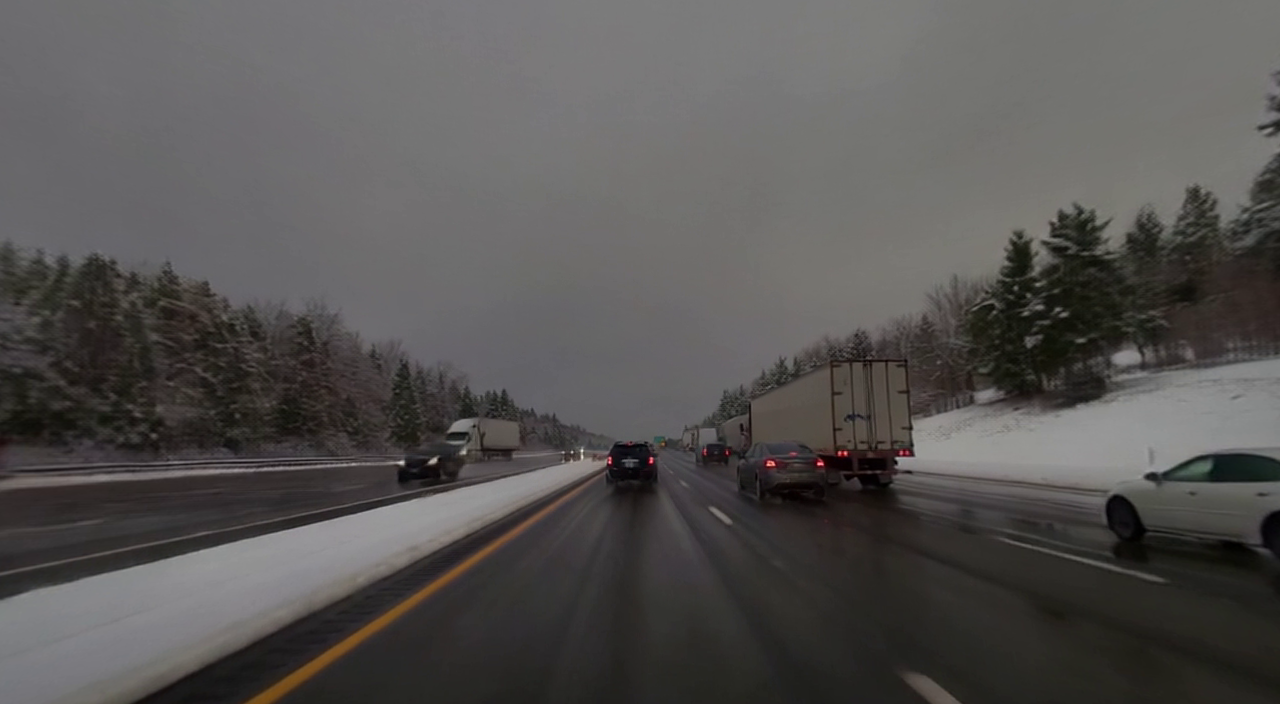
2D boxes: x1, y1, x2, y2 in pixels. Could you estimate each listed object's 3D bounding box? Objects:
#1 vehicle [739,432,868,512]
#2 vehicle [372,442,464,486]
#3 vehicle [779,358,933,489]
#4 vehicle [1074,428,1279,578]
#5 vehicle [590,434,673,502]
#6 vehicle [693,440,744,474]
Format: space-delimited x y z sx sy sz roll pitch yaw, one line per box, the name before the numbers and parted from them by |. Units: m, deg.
vehicle | 3.617 2.734 14.761 1.920 1.594 3.867 0 -9 0
vehicle | -8.550 4.344 24.764 1.976 1.549 4.303 0 -9 1
vehicle | 7.645 2.862 23.922 2.823 4.063 8.485 0 -9 1
vehicle | 7.318 1.620 7.048 1.951 1.467 4.173 0 -9 0
vehicle | -0.169 3.116 17.268 2.023 1.618 3.628 0 -9 1
vehicle | 4.111 5.581 33.665 2.150 1.632 4.260 0 -9 0
